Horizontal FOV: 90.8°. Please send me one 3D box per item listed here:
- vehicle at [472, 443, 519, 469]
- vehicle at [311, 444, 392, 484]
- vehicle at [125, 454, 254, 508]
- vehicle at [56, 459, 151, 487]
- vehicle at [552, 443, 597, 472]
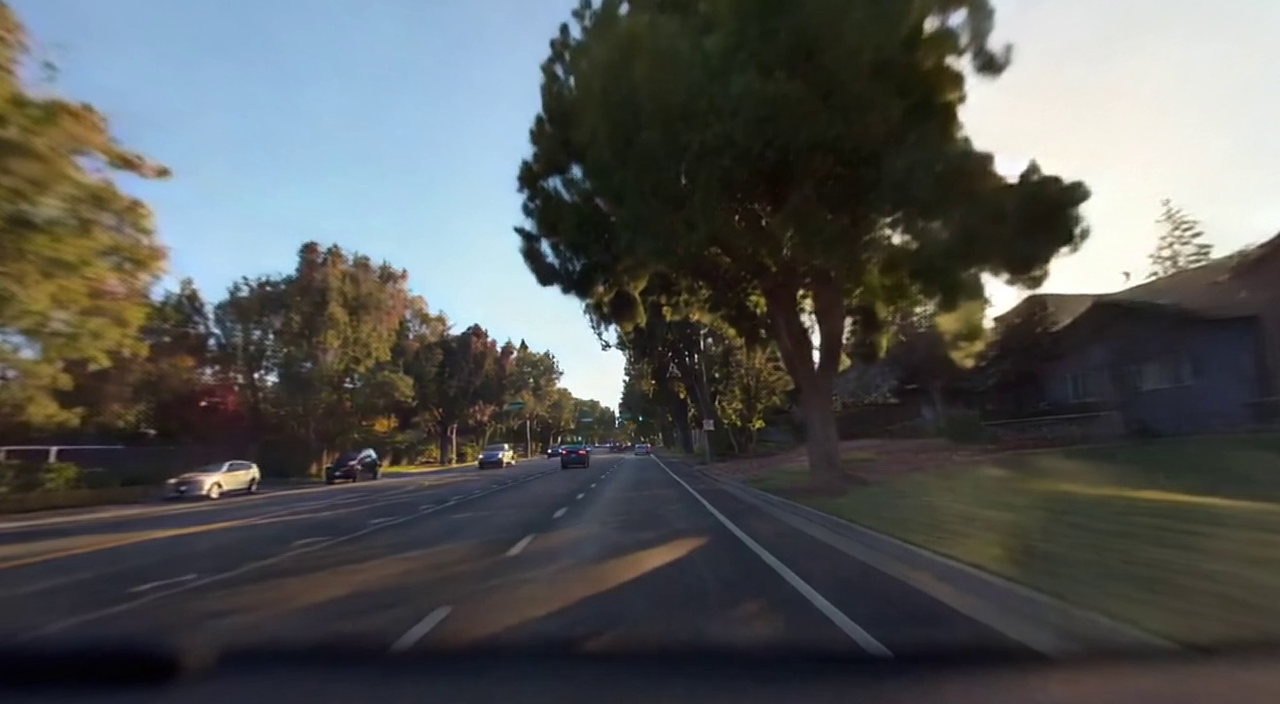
[{"bbox_3d":[-10.147,7.330,44.722,2.168,1.703,4.753,0,-8,1],"label":"vehicle"},{"bbox_3d":[-17.444,6.752,38.530,2.255,1.987,5.723,-4,-7,1],"label":"vehicle"},{"bbox_3d":[-17.518,4.980,24.889,1.948,1.602,4.544,-4,-7,-3],"label":"vehicle"},{"bbox_3d":[-29.854,6.710,35.185,4.066,1.437,1.955,-3,-8,15],"label":"vehicle"},{"bbox_3d":[-3.494,5.699,34.441,1.992,1.447,4.044,0,-8,0],"label":"vehicle"}]
